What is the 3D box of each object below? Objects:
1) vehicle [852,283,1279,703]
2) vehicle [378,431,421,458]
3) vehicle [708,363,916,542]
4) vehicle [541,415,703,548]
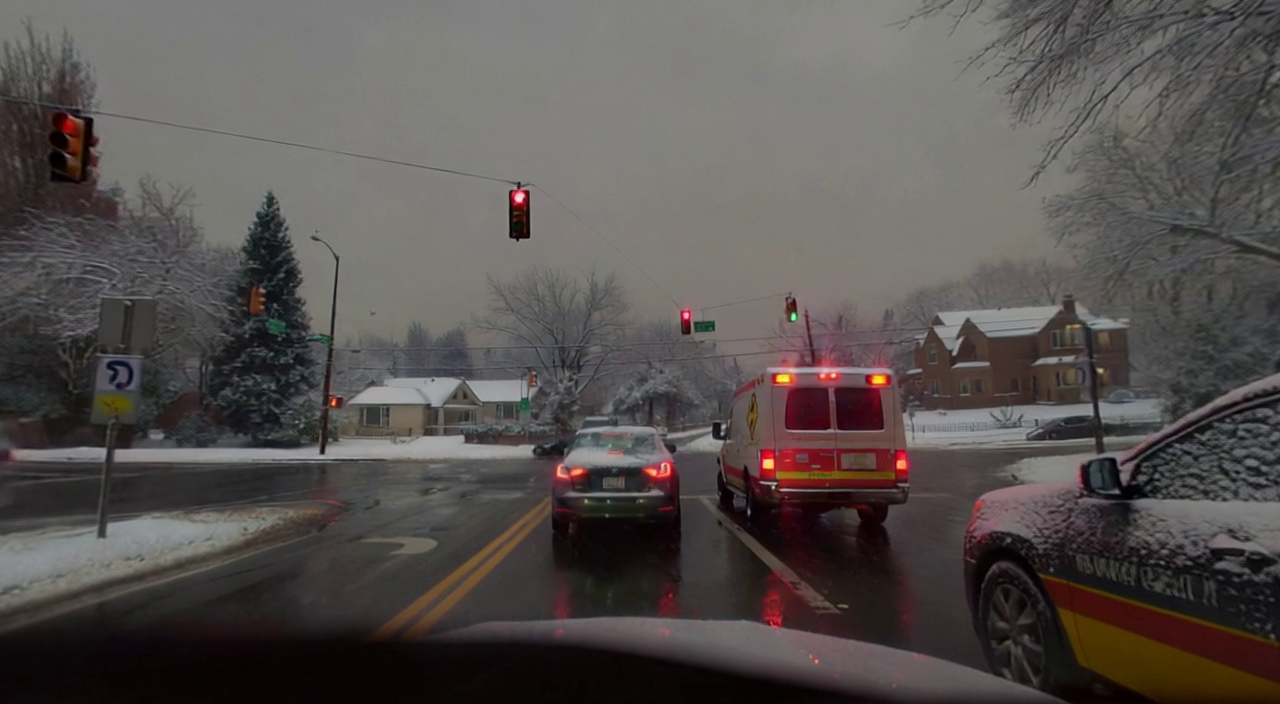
[{"bbox_3d":[2.852,0.892,2.839,2.194,1.820,4.652,0,-8,1],"label":"vehicle"},{"bbox_3d":[-17.735,6.879,46.870,2.246,1.880,4.454,1,-8,-12],"label":"vehicle"},{"bbox_3d":[2.893,1.901,12.385,2.406,2.687,5.521,0,-8,-1],"label":"vehicle"},{"bbox_3d":[-0.278,1.971,10.197,2.114,1.707,3.725,0,-8,-1],"label":"vehicle"}]
